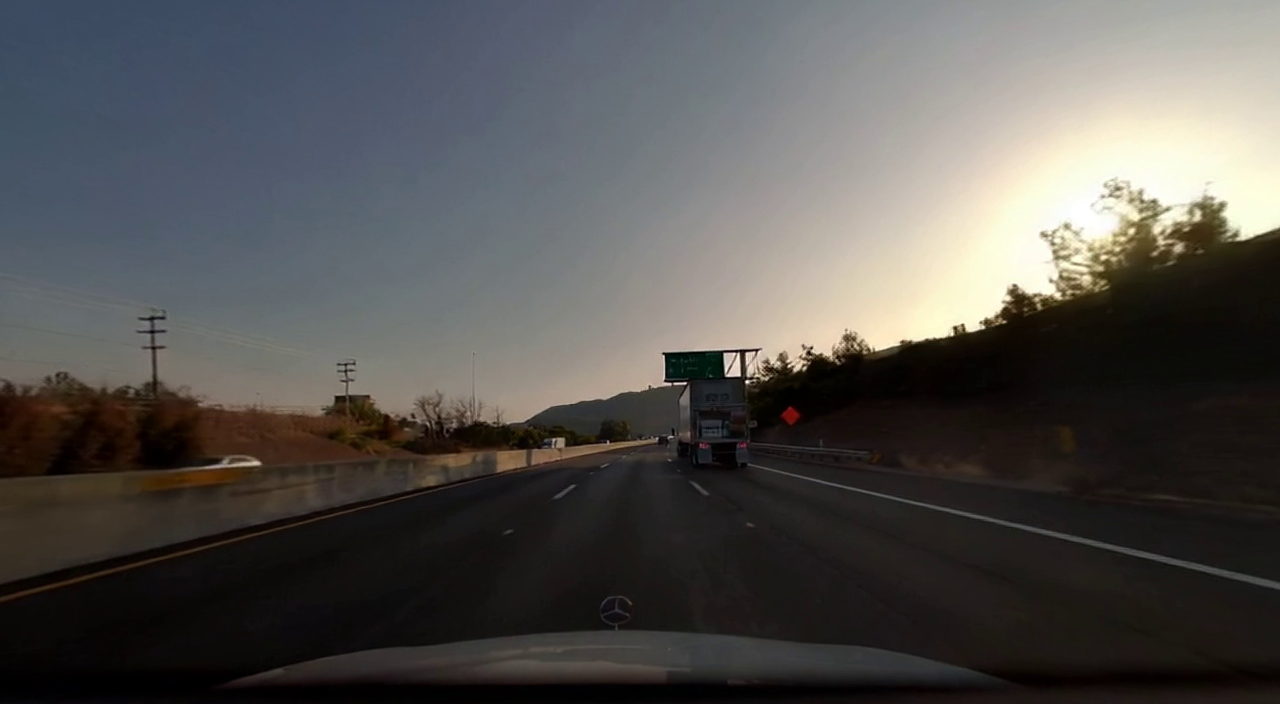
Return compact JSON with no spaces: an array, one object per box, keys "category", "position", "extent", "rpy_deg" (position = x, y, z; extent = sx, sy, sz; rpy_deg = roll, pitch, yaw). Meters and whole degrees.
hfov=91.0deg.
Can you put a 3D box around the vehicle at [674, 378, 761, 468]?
[{"category":"vehicle","position":[3.917,4.236,35.996],"extent":[2.960,4.099,14.097],"rpy_deg":[0,-8,-1]}]

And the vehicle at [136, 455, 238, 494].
[{"category":"vehicle","position":[-19.319,5.202,27.015],"extent":[1.688,1.419,3.582],"rpy_deg":[0,-8,0]}]
